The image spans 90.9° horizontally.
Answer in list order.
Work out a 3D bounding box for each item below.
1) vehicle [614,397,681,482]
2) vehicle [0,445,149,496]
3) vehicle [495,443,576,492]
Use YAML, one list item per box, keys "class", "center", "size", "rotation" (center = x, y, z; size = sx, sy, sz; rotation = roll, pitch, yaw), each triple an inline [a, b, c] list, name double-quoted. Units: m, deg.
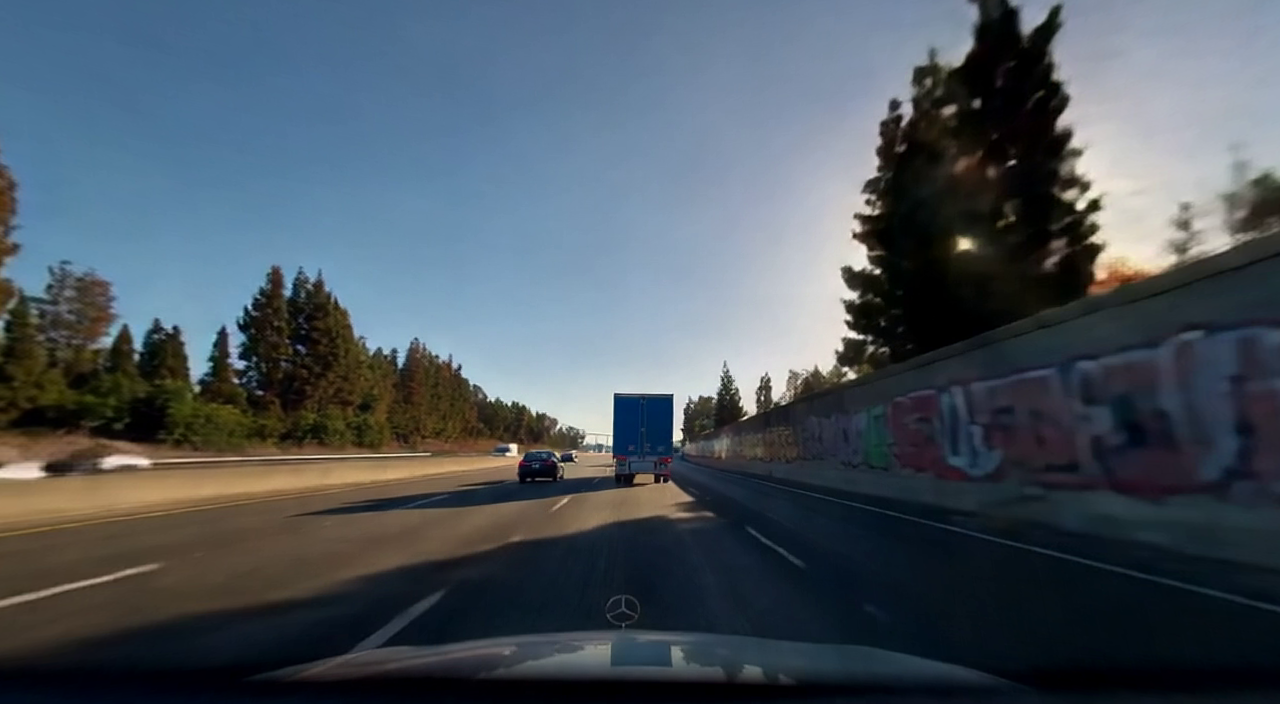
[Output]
- class: "vehicle"
  center: [0.212, 4.590, 32.527]
  size: [2.915, 3.661, 9.741]
  rotation: [0, -9, -1]
- class: "vehicle"
  center: [-18.211, 3.750, 20.248]
  size: [1.732, 1.449, 3.840]
  rotation: [0, -9, 0]
- class: "vehicle"
  center: [-3.467, 3.924, 21.730]
  size: [2.020, 1.505, 4.171]
  rotation: [0, -9, 0]
